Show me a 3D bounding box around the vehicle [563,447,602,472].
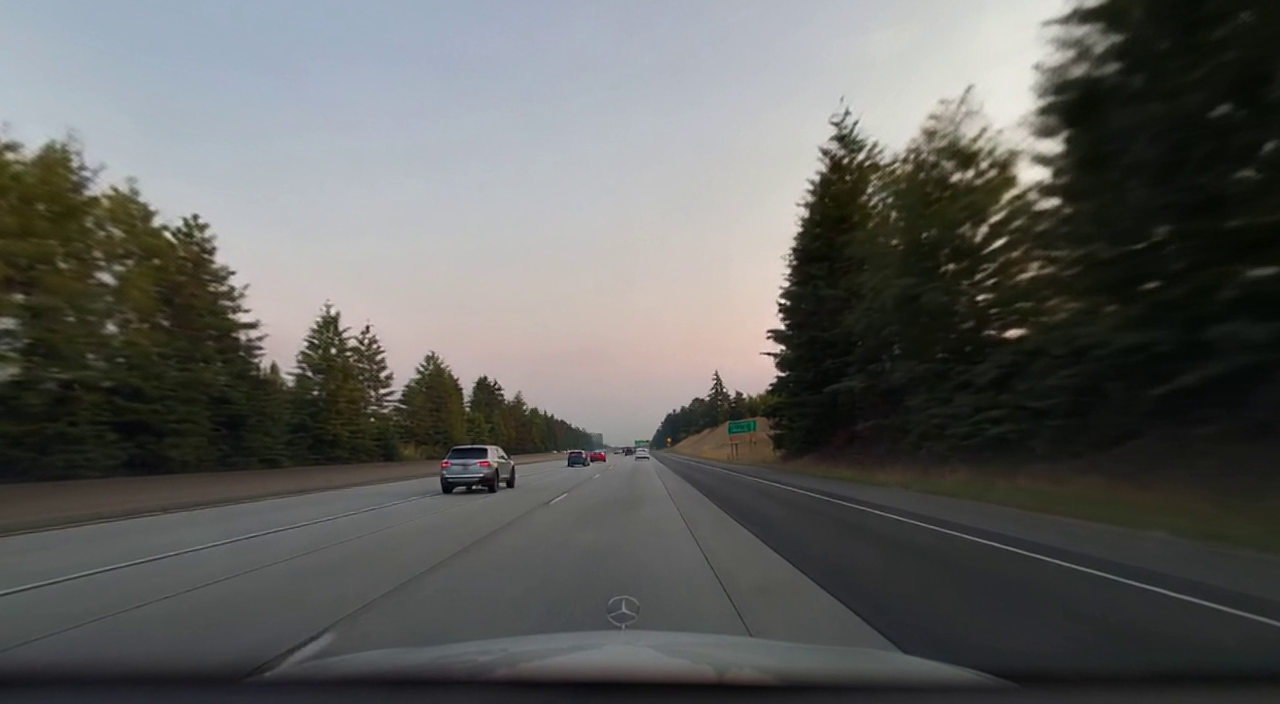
[{"bbox_3d":[-3.522,6.686,39.368,2.005,1.474,3.921,0,-9,1],"label":"vehicle"}]

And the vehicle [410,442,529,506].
[{"bbox_3d":[-4.518,3.294,17.489,1.975,1.501,4.603,0,-9,1],"label":"vehicle"}]
